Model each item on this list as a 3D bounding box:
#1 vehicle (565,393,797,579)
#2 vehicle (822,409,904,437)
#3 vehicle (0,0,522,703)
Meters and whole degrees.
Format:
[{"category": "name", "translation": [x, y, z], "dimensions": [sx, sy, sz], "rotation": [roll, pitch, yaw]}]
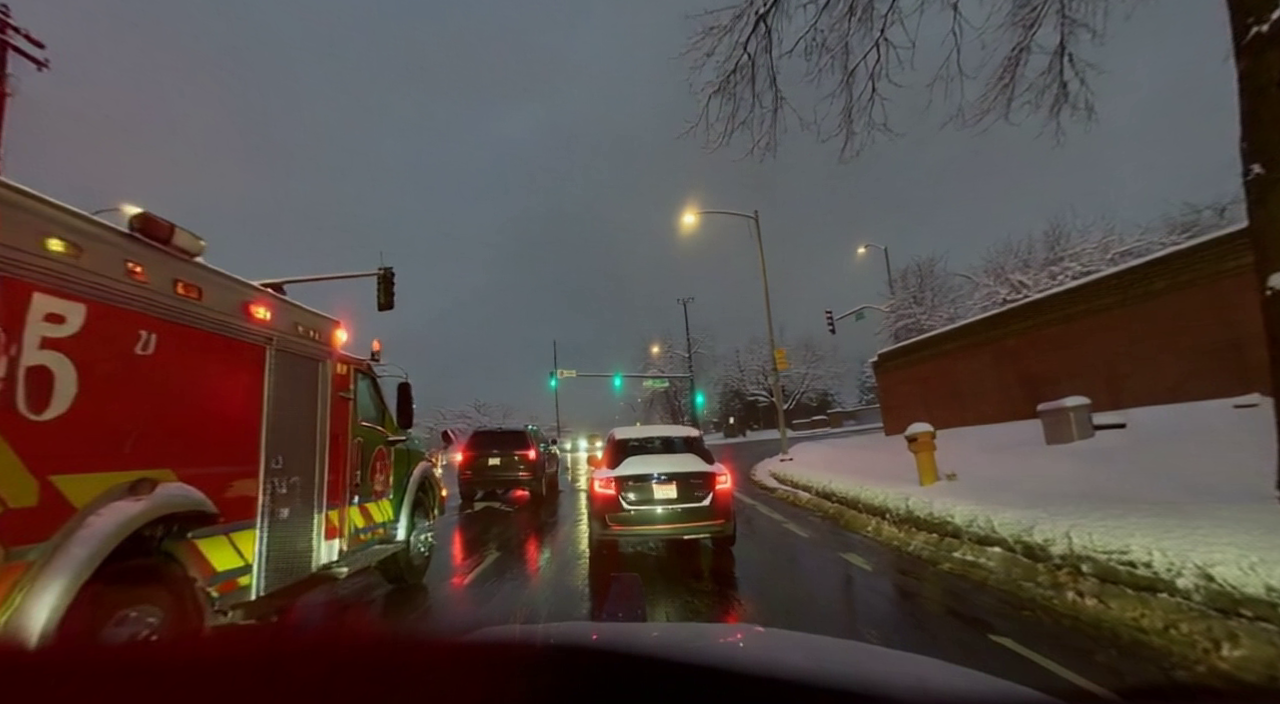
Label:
[{"category": "vehicle", "translation": [0.233, 1.695, 8.866], "dimensions": [2.332, 1.831, 4.930], "rotation": [0, -8, -4]}, {"category": "vehicle", "translation": [14.404, 4.604, 40.914], "dimensions": [4.528, 1.704, 2.073], "rotation": [2, -9, -12]}, {"category": "vehicle", "translation": [-3.468, 0.594, 5.742], "dimensions": [3.504, 3.426, 7.085], "rotation": [1, -7, -1]}]
